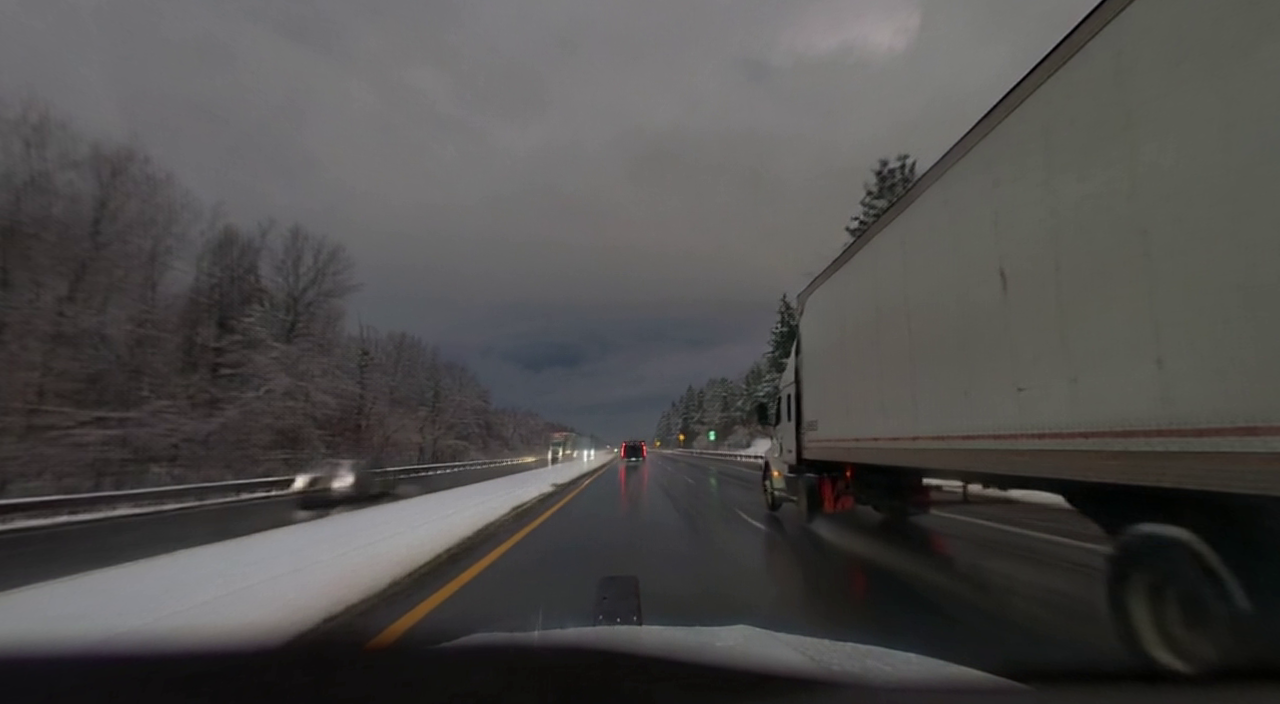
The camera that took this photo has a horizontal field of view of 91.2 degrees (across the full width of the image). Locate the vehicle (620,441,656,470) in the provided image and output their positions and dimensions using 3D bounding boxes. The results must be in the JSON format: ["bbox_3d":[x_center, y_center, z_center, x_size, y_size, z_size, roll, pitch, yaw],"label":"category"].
[{"bbox_3d":[-0.169,6.526,39.537,2.151,1.693,4.201,0,-9,-1],"label":"vehicle"}]

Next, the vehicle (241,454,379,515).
[{"bbox_3d":[-9.438,3.796,18.368,1.841,1.503,3.978,-1,-9,0],"label":"vehicle"}]

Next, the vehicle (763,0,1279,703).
[{"bbox_3d":[4.276,0.223,6.564,3.068,4.042,13.787,0,-9,0],"label":"vehicle"}]
